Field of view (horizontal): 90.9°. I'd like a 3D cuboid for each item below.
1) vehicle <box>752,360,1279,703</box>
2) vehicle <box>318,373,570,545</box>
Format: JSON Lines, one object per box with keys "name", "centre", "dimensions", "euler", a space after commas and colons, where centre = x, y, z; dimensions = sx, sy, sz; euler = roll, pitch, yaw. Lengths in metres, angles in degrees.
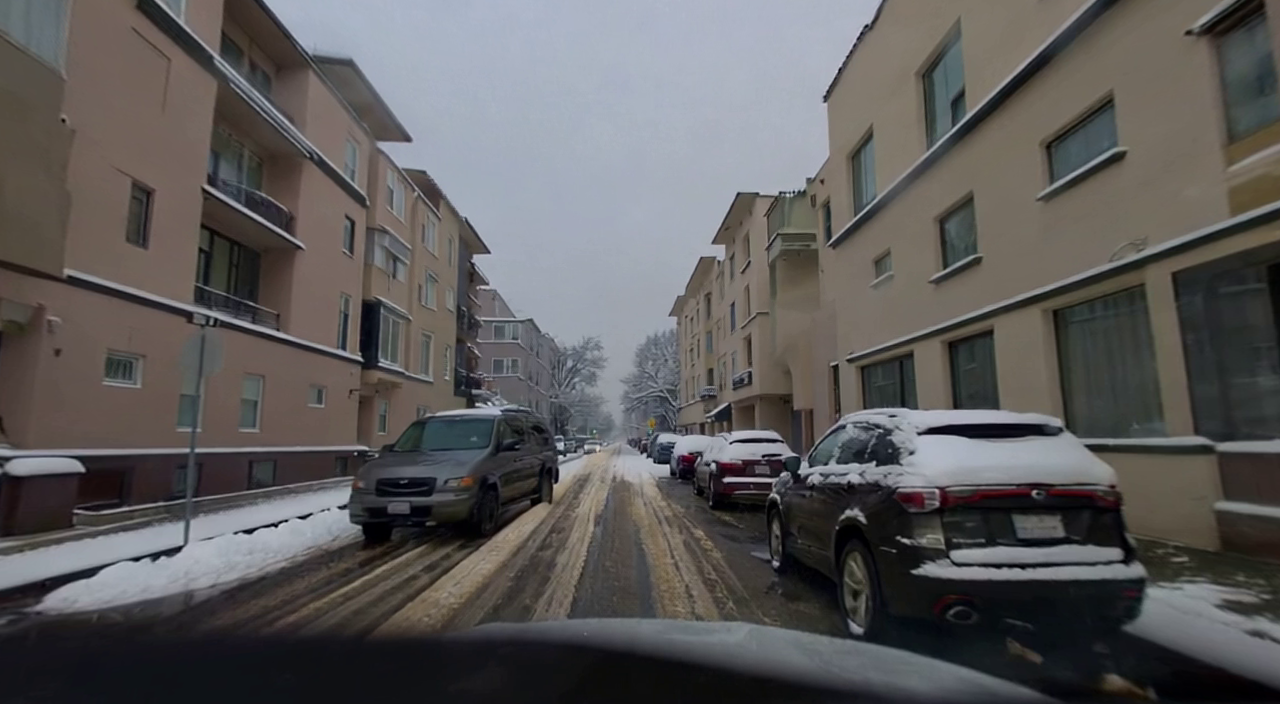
{"name": "vehicle", "centre": [2.222, 1.165, 5.067], "dimensions": [1.897, 1.717, 4.028], "euler": [0, -8, 0]}
{"name": "vehicle", "centre": [-2.733, 1.685, 10.553], "dimensions": [2.195, 2.103, 5.420], "euler": [-1, -8, 3]}
